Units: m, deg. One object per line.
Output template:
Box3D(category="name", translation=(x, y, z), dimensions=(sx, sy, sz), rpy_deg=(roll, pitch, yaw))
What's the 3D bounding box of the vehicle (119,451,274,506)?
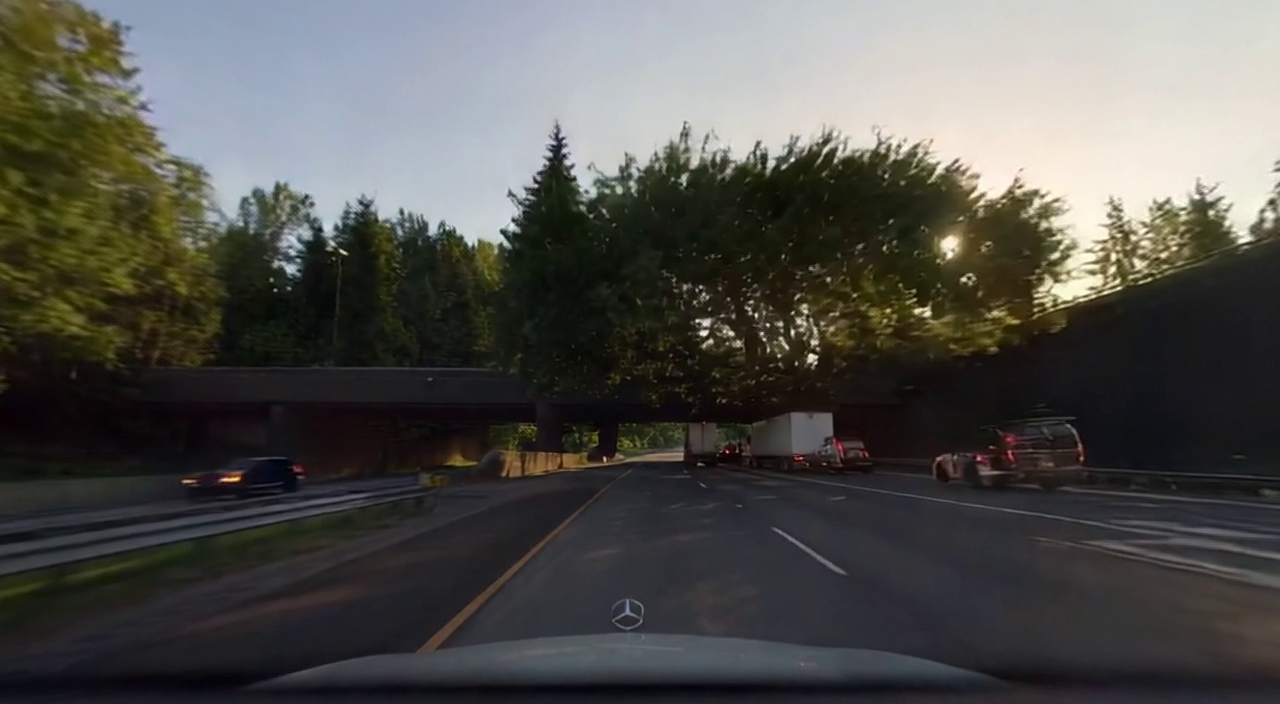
Box3D(category="vehicle", translation=(-13.644, 3.868, 19.726), dimensions=(1.932, 1.522, 4.001), rpy_deg=(0, -9, 0))
